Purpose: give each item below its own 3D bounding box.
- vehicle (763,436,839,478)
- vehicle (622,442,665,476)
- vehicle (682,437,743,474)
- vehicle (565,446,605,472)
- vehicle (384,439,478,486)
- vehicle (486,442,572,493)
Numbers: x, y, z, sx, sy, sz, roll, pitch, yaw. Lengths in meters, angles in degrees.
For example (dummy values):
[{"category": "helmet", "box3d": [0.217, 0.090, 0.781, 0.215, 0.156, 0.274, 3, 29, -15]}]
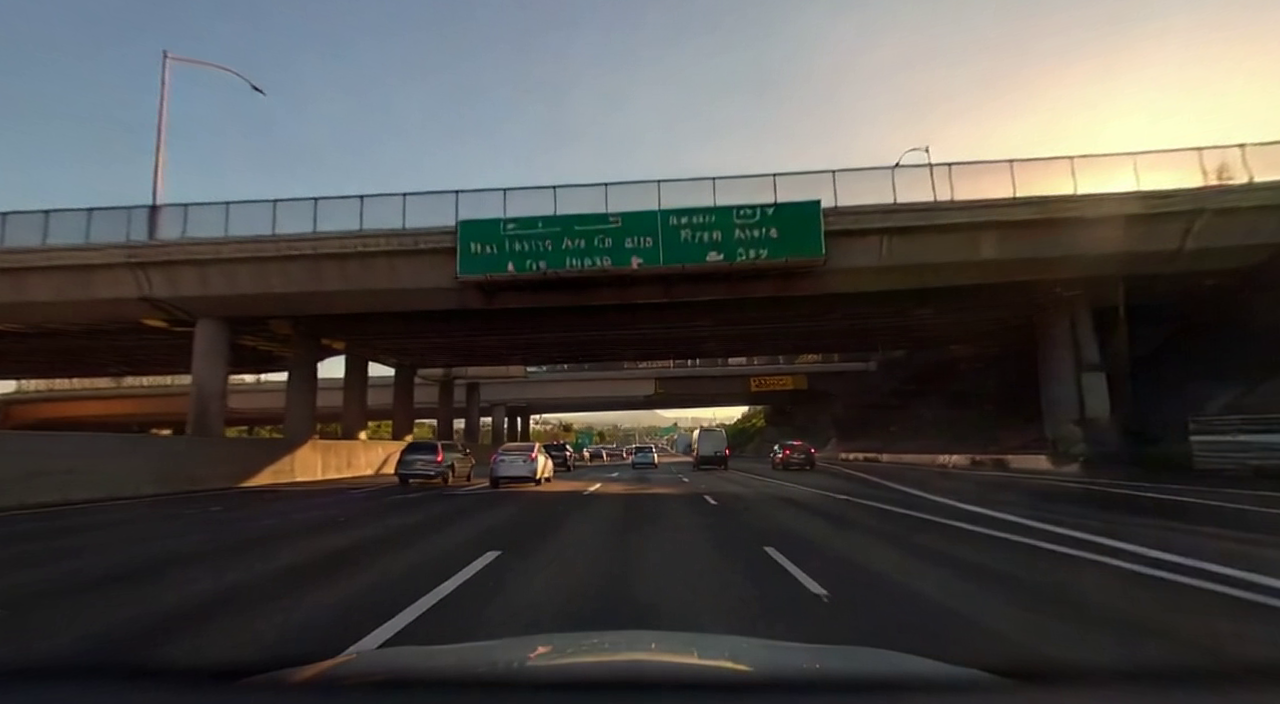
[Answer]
[{"category": "vehicle", "box3d": [7.750, 5.112, 31.021, 2.304, 1.840, 5.706, 0, -9, 1]}, {"category": "vehicle", "box3d": [0.158, 5.598, 33.187, 2.115, 1.617, 4.102, 0, -9, 0]}, {"category": "vehicle", "box3d": [3.993, 5.851, 35.890, 2.777, 1.895, 5.710, 0, -9, 0]}, {"category": "vehicle", "box3d": [-3.391, 6.687, 39.651, 1.987, 1.466, 4.341, 0, -9, 1]}, {"category": "vehicle", "box3d": [-7.647, 4.085, 23.564, 1.961, 1.562, 4.301, 0, -9, 2]}, {"category": "vehicle", "box3d": [-3.463, 3.687, 20.526, 1.970, 1.483, 4.071, 0, -9, 1]}]
